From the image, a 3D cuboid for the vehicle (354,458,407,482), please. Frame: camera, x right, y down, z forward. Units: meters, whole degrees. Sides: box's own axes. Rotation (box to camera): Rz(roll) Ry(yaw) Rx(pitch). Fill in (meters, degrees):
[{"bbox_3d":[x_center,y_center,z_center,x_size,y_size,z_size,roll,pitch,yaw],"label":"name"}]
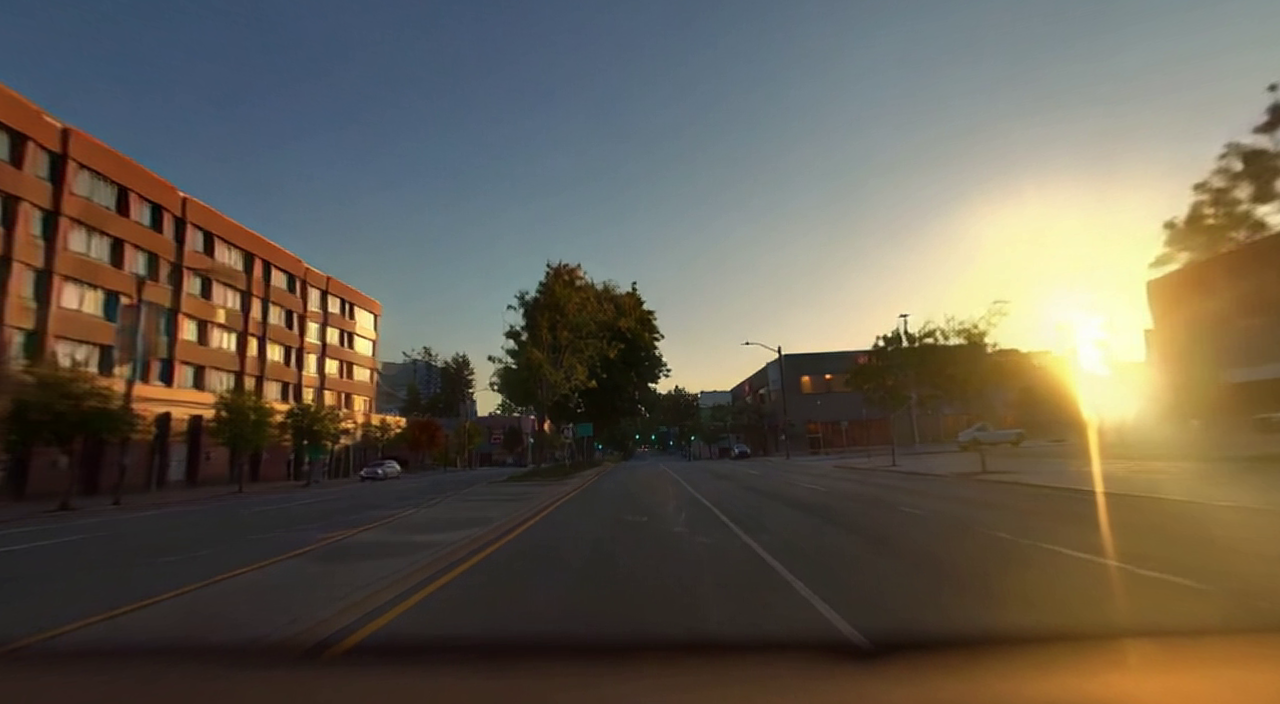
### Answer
[{"bbox_3d":[-19.059,8.661,46.616,2.010,1.504,4.820,-5,-10,-2],"label":"vehicle"}]
